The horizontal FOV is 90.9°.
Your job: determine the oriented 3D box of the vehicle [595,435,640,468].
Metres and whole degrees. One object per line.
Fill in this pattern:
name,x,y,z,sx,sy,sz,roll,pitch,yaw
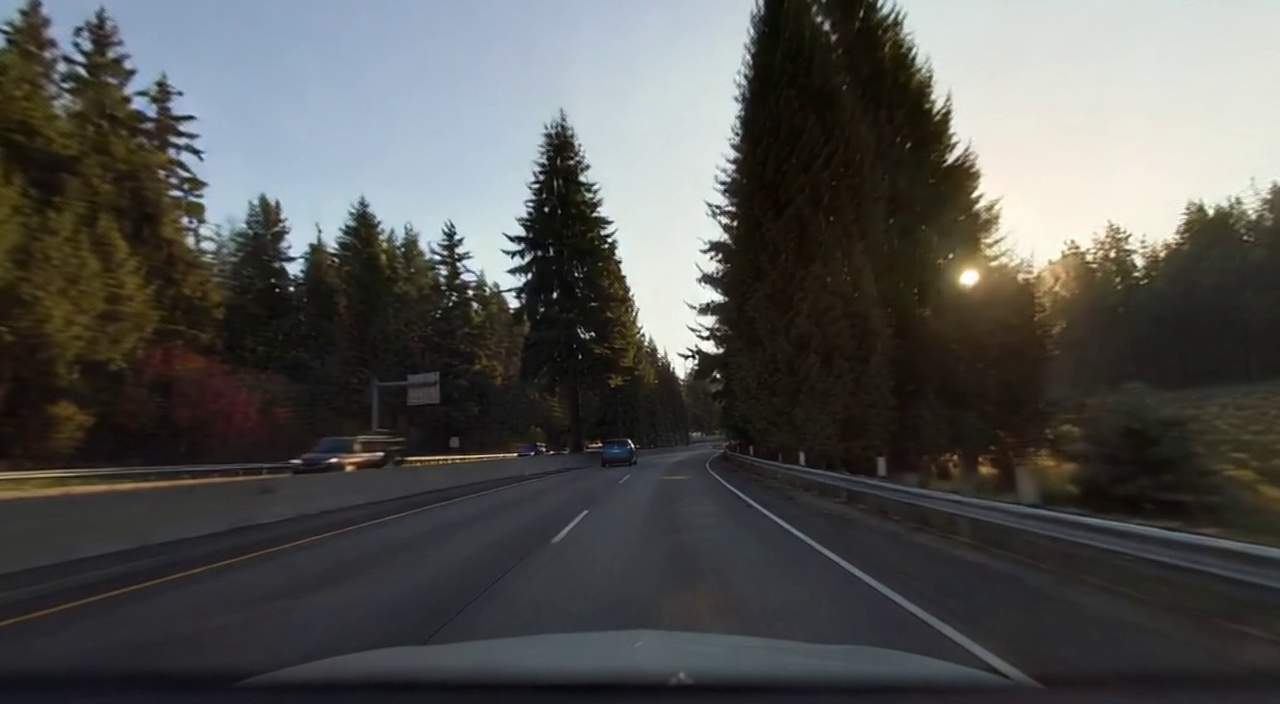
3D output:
vehicle,-1.229,5.725,36.501,2.005,1.752,4.479,-1,-8,5

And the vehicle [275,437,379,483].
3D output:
vehicle,-15.387,5.306,31.426,2.197,2.087,5.089,-1,-8,6
